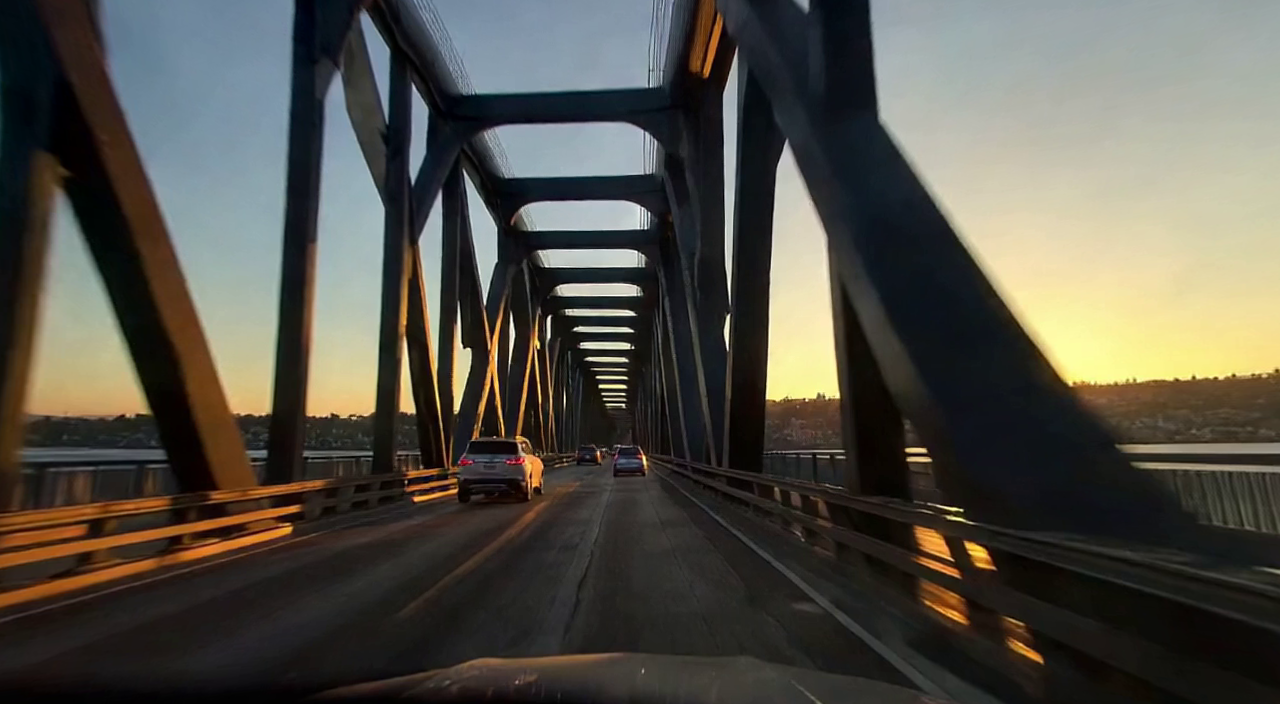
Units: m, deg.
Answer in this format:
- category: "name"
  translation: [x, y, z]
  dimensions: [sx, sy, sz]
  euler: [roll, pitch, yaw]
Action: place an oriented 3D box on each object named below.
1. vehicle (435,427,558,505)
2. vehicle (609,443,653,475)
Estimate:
- category: "vehicle"
  translation: [-3.709, 3.059, 17.390]
  dimensions: [2.190, 1.807, 4.741]
  euler: [-1, -9, 1]
- category: "vehicle"
  translation: [-0.470, 5.285, 31.398]
  dimensions: [2.048, 1.450, 3.973]
  euler: [0, -9, -1]
